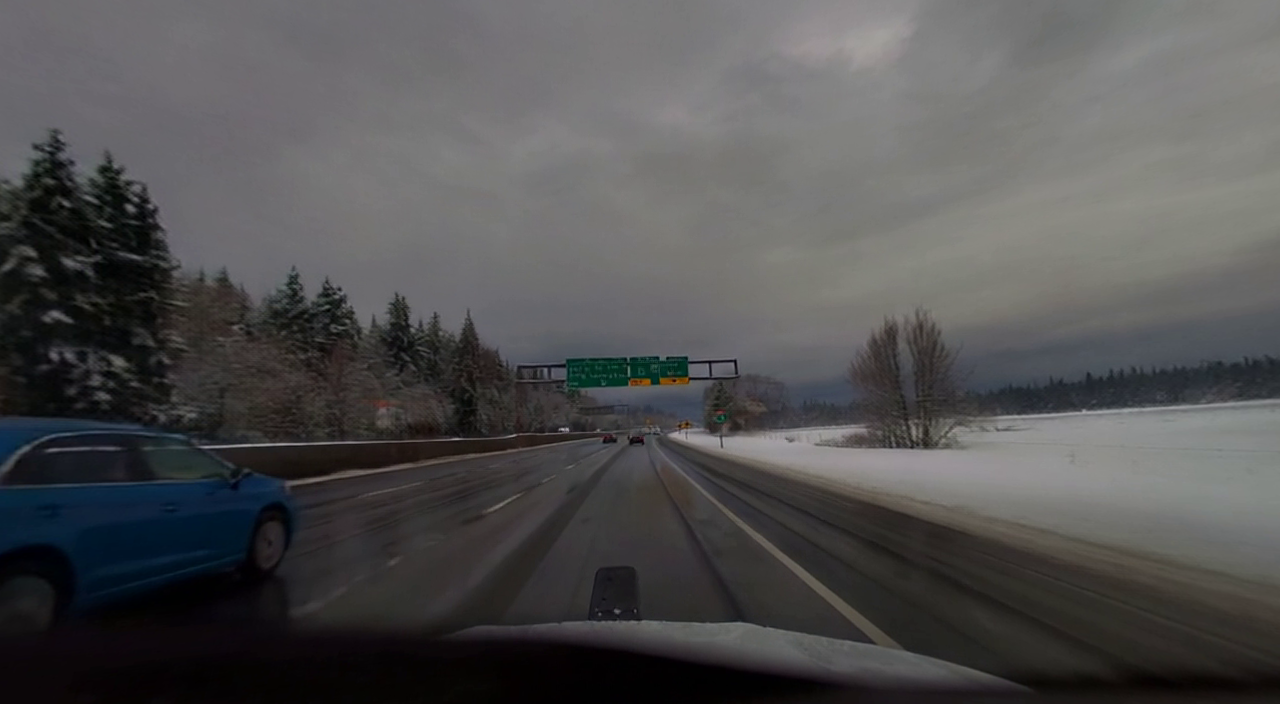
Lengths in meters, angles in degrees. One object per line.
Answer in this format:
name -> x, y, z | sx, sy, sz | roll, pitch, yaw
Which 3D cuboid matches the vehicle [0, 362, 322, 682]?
vehicle -> -4.321, 1.003, 4.226 | 2.052, 1.626, 4.514 | 0, -8, -1
